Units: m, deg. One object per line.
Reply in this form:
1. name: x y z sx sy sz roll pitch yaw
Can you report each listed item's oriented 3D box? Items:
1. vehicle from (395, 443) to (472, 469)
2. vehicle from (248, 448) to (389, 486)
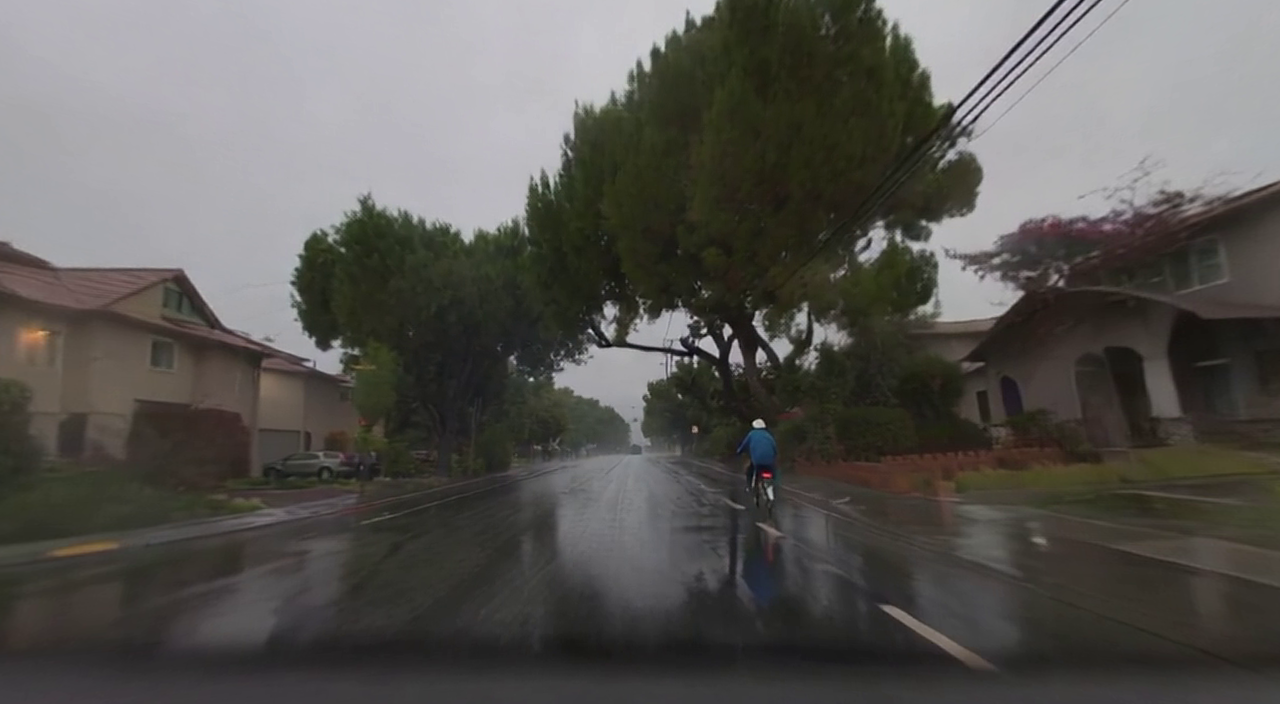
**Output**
1. vehicle: -14.071 7.096 43.311 4.587 1.722 1.906 0 -9 -2
2. vehicle: -13.137 4.696 26.070 4.717 1.465 1.887 0 -9 -3
